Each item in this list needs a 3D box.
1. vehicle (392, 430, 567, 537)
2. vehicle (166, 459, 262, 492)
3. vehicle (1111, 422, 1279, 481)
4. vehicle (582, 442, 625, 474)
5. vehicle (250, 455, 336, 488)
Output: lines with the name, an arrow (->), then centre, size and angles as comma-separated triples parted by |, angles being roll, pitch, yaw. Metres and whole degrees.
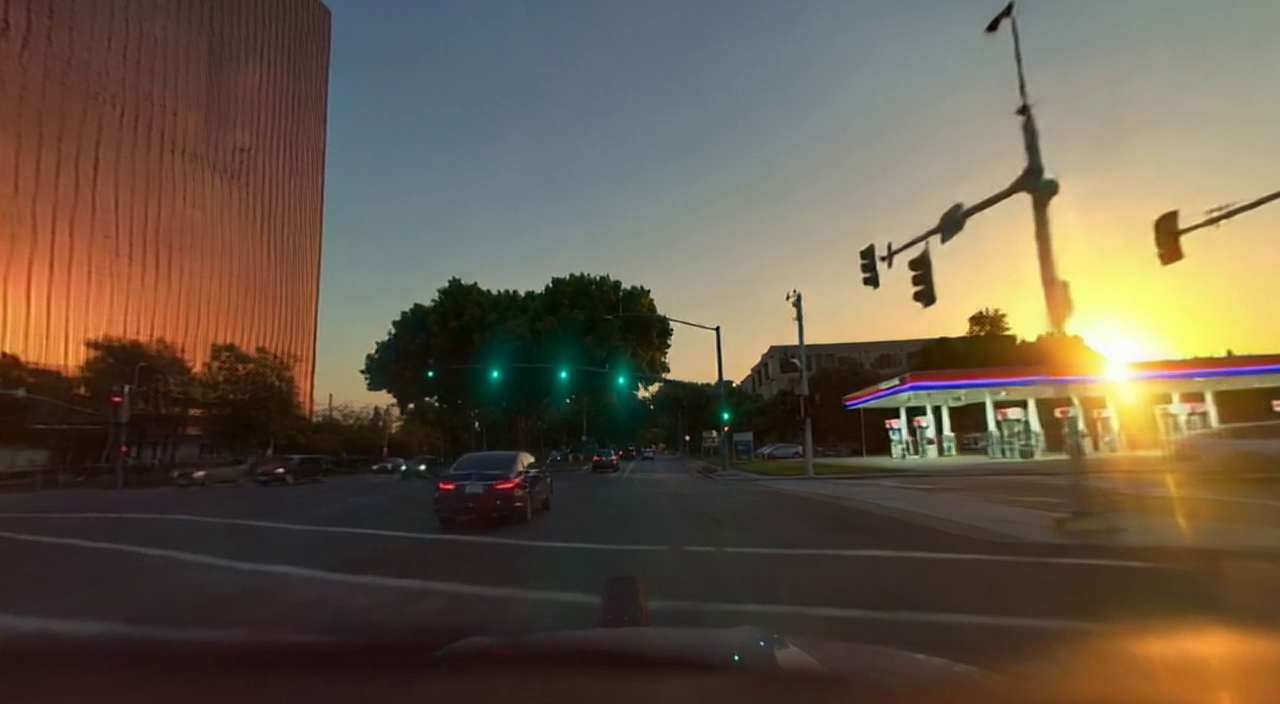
vehicle -> -2.899, 2.486, 12.595 | 2.183, 1.731, 4.338 | 0, -8, 2
vehicle -> -23.503, 6.806, 35.041 | 2.042, 1.631, 4.557 | 0, -8, 2
vehicle -> 17.390, 2.845, 18.082 | 5.708, 1.585, 2.070 | -3, -9, 19
vehicle -> -2.563, 7.667, 45.918 | 2.602, 2.091, 6.347 | 0, -8, 2
vehicle -> -20.042, 6.880, 36.678 | 2.016, 1.697, 4.963 | 0, -8, 2
